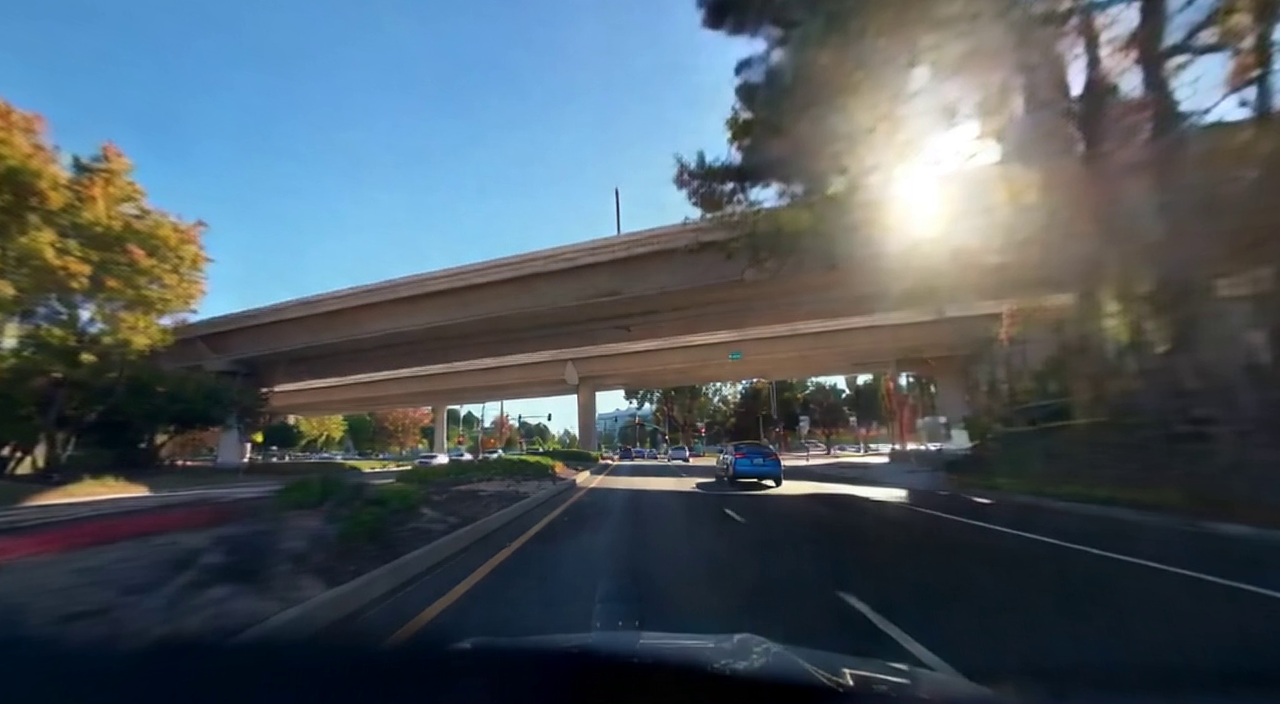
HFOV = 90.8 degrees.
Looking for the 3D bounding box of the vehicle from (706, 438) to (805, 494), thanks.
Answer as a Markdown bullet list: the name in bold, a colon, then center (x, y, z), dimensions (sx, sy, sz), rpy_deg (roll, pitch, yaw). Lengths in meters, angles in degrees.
- **vehicle**: center (3.345, 3.387, 19.179), dimensions (2.062, 1.484, 4.332), rpy_deg (0, -8, -1)
